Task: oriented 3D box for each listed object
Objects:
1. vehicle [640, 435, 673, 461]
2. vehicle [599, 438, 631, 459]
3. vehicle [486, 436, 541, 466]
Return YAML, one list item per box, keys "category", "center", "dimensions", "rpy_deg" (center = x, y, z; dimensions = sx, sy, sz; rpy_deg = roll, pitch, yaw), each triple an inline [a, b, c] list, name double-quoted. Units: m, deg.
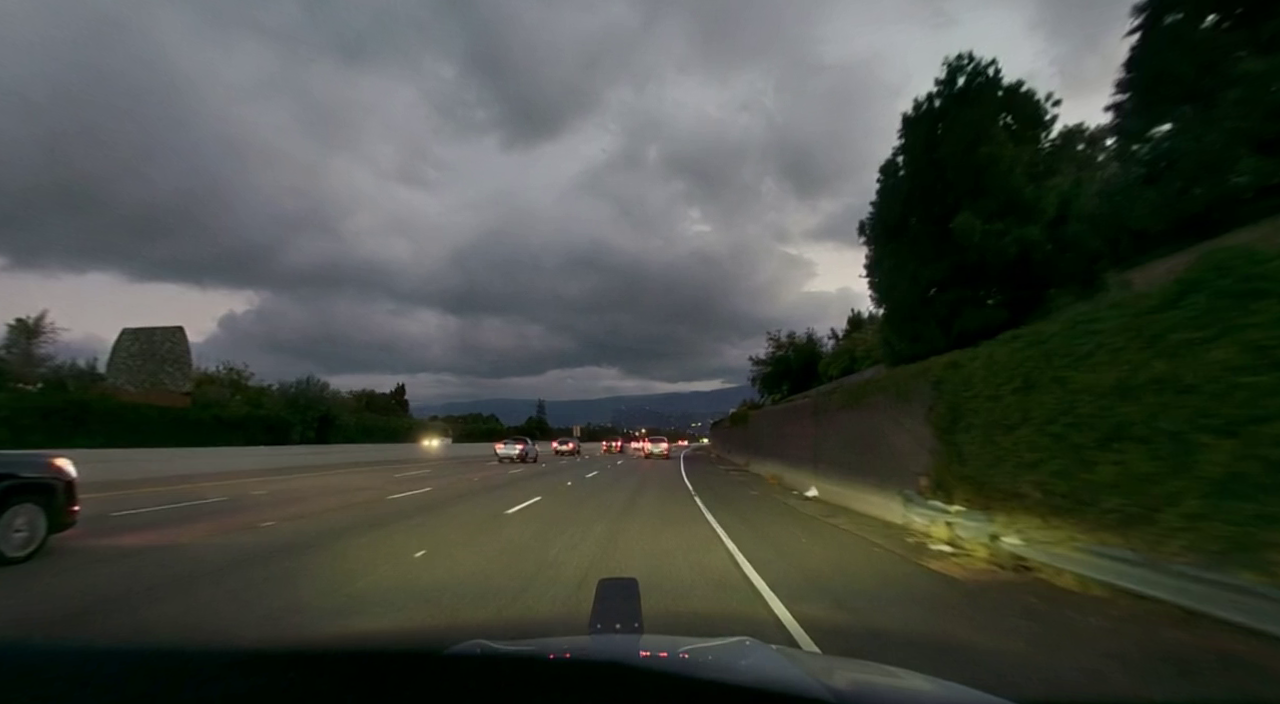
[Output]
- category: "vehicle"
  center: [1.210, 6.697, 44.020]
  dimensions: [2.141, 1.706, 4.065]
  rpy_deg: [0, -9, 4]
- category: "vehicle"
  center: [-1.919, 7.575, 49.409]
  dimensions: [2.002, 1.531, 4.469]
  rpy_deg: [0, -9, 5]
- category: "vehicle"
  center: [-7.001, 5.543, 35.325]
  dimensions: [1.986, 1.534, 4.255]
  rpy_deg: [0, -9, 4]
